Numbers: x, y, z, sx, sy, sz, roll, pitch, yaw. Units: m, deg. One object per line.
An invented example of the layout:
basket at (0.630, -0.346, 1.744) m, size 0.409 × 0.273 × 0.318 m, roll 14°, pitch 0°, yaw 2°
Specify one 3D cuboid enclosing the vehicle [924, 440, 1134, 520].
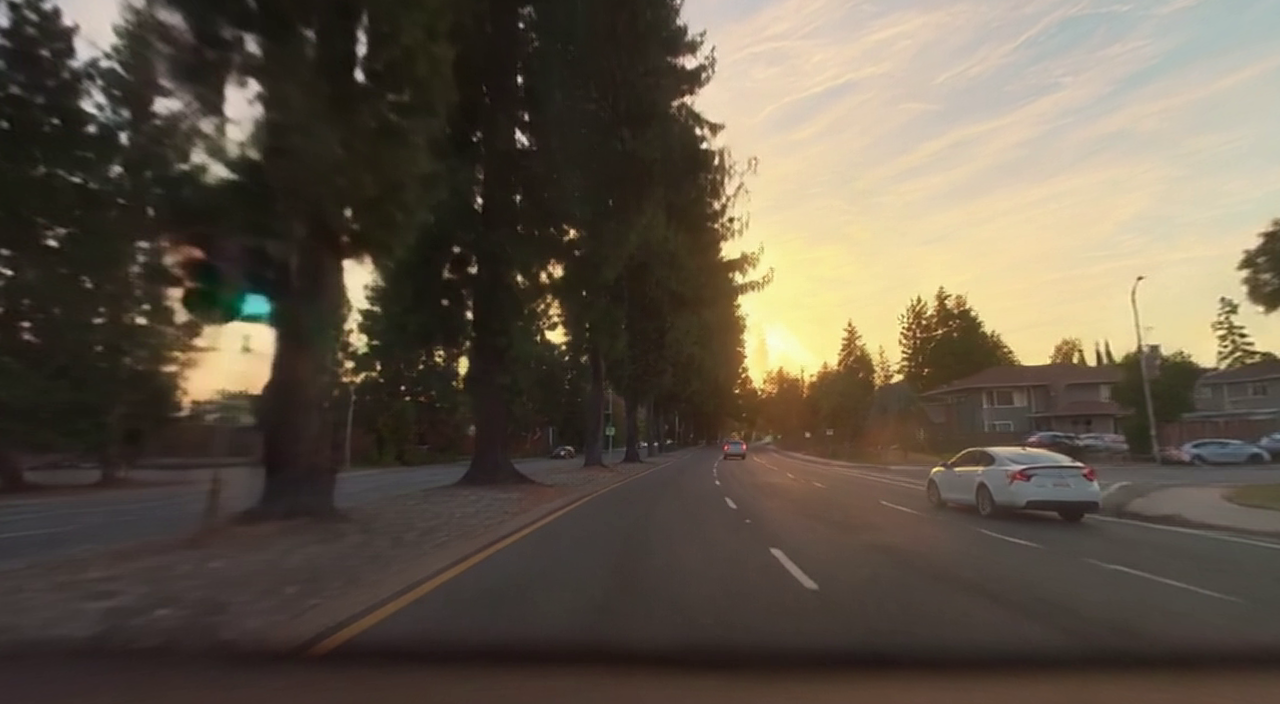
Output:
vehicle at (8.149, 2.676, 13.817) m, size 1.855 × 1.444 × 4.389 m, roll -1°, pitch -8°, yaw 1°
